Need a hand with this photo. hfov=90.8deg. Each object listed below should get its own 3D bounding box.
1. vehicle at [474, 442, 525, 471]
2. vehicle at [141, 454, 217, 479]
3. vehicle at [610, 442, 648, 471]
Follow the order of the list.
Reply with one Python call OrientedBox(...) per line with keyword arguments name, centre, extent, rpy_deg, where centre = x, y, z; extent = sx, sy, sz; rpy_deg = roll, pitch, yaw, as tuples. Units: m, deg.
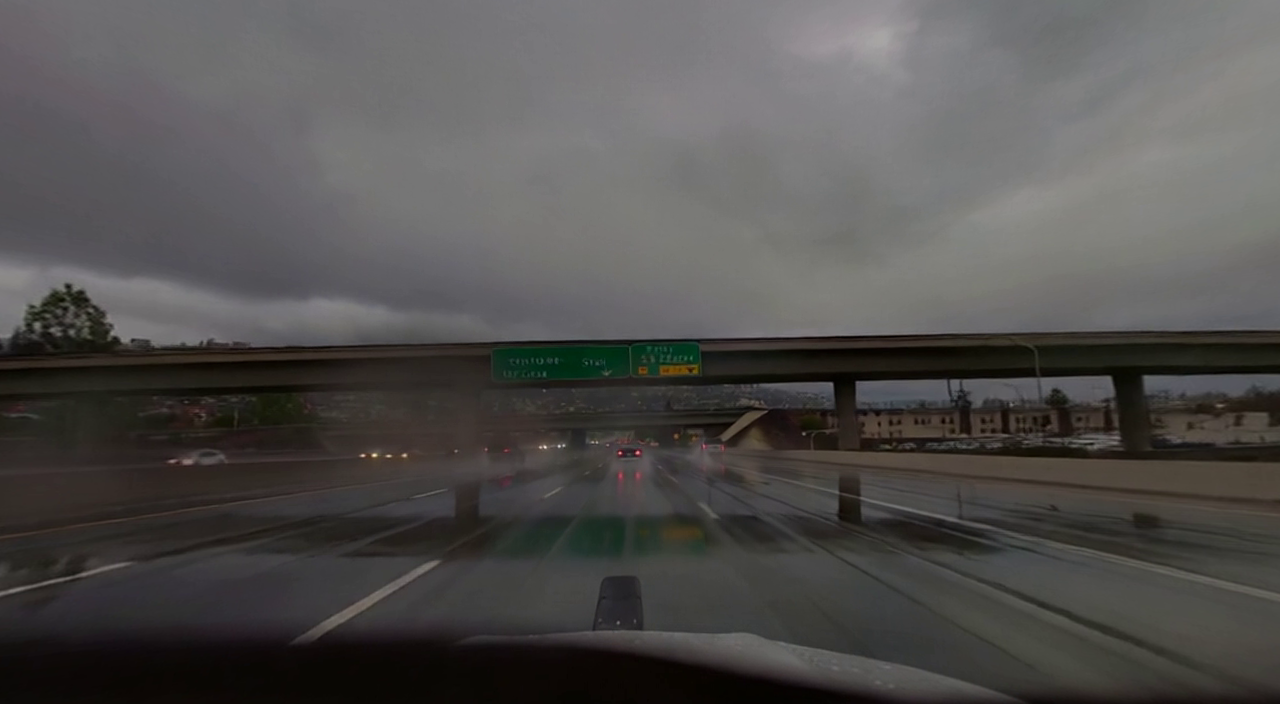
OrientedBox(name="vehicle", centre=(-8.054, 6.030, 36.551), extent=(1.957, 1.554, 4.350), rpy_deg=(0, -8, -1))
OrientedBox(name="vehicle", centre=(-35.645, 8.832, 49.044), extent=(2.066, 1.765, 5.013), rpy_deg=(0, -8, 0))
OrientedBox(name="vehicle", centre=(-0.642, 5.805, 35.332), extent=(2.012, 1.471, 4.059), rpy_deg=(0, -8, -2))
